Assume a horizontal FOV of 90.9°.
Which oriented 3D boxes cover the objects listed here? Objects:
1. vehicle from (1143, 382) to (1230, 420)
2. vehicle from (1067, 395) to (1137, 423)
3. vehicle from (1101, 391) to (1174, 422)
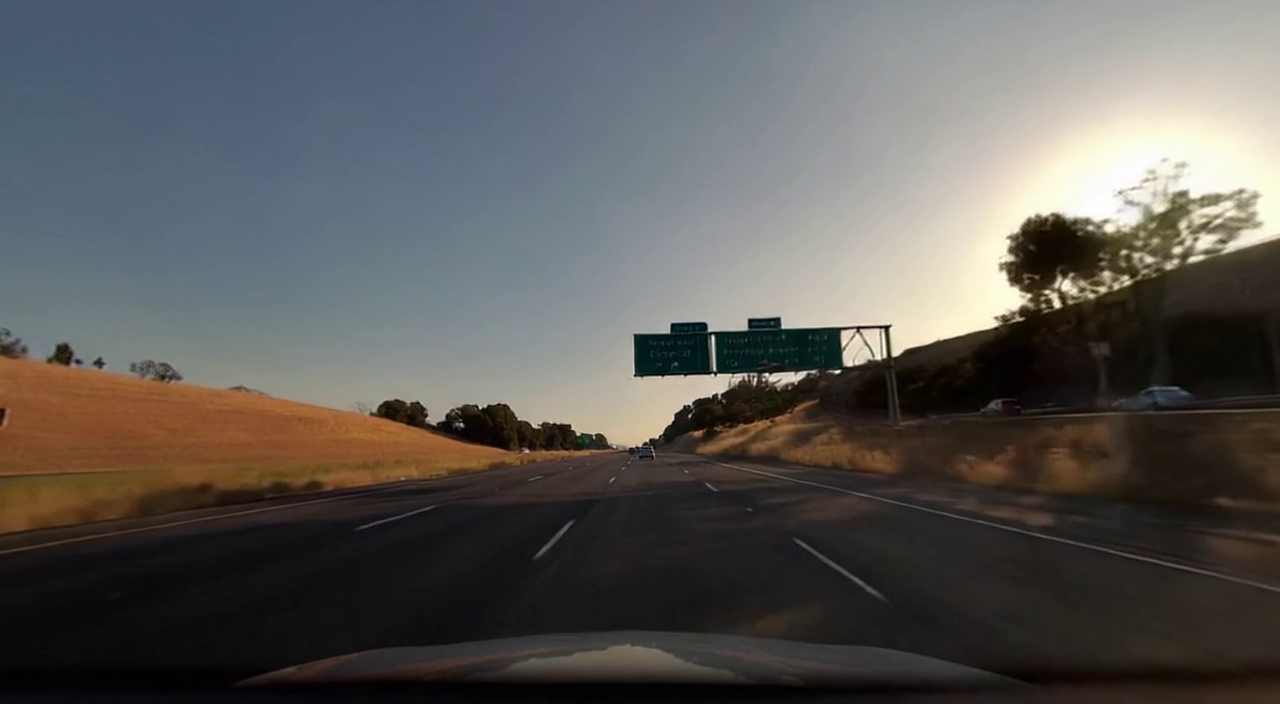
[{"bbox_3d":[29.480,2.701,33.958,4.910,1.740,2.006,5,-10,-32],"label":"vehicle"},{"bbox_3d":[29.554,3.667,40.315,4.316,1.597,1.869,5,-10,-30],"label":"vehicle"},{"bbox_3d":[29.334,3.251,37.170,4.190,1.643,1.885,5,-10,-31],"label":"vehicle"}]
